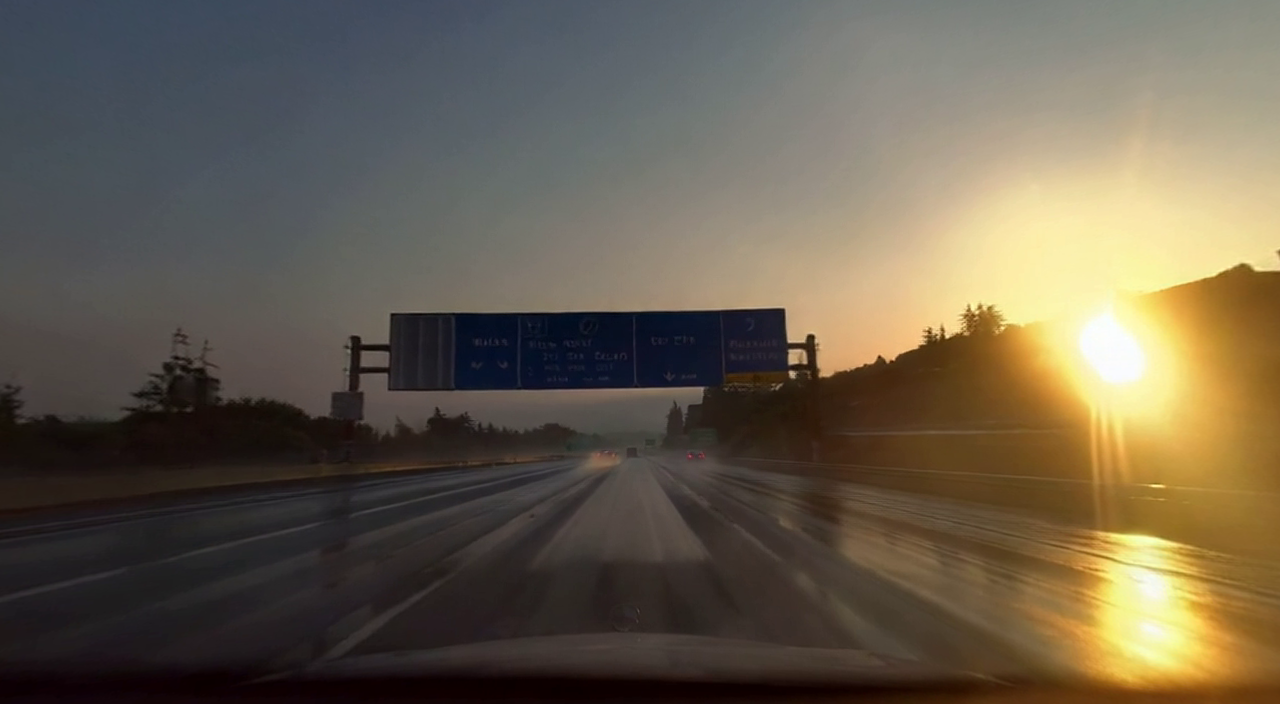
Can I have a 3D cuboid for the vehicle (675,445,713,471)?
[{"bbox_3d":[3.709,7.424,44.304,2.133,1.746,4.511,0,-9,-1],"label":"vehicle"}]
